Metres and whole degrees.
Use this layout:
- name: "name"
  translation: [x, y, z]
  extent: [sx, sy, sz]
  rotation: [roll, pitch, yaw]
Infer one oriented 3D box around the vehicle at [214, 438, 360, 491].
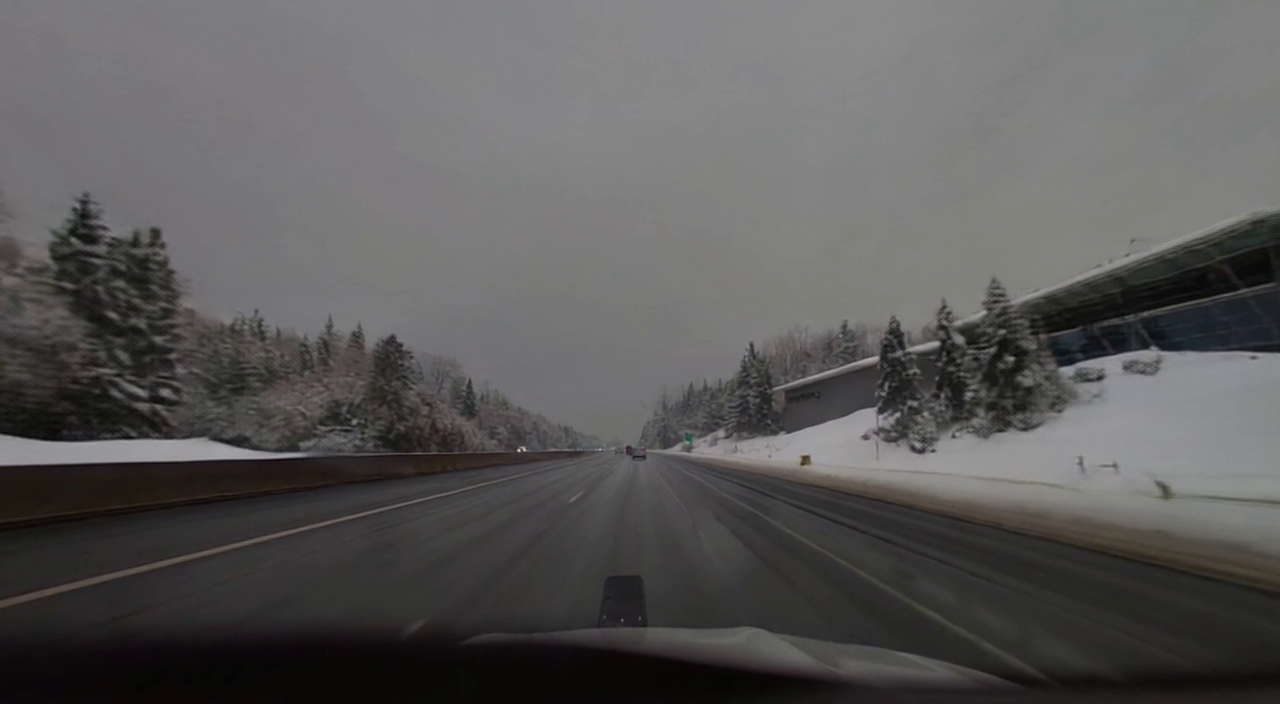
- name: "vehicle"
  translation: [-11.344, 3.637, 20.744]
  extent: [2.046, 1.505, 4.745]
  rotation: [0, -9, 0]
